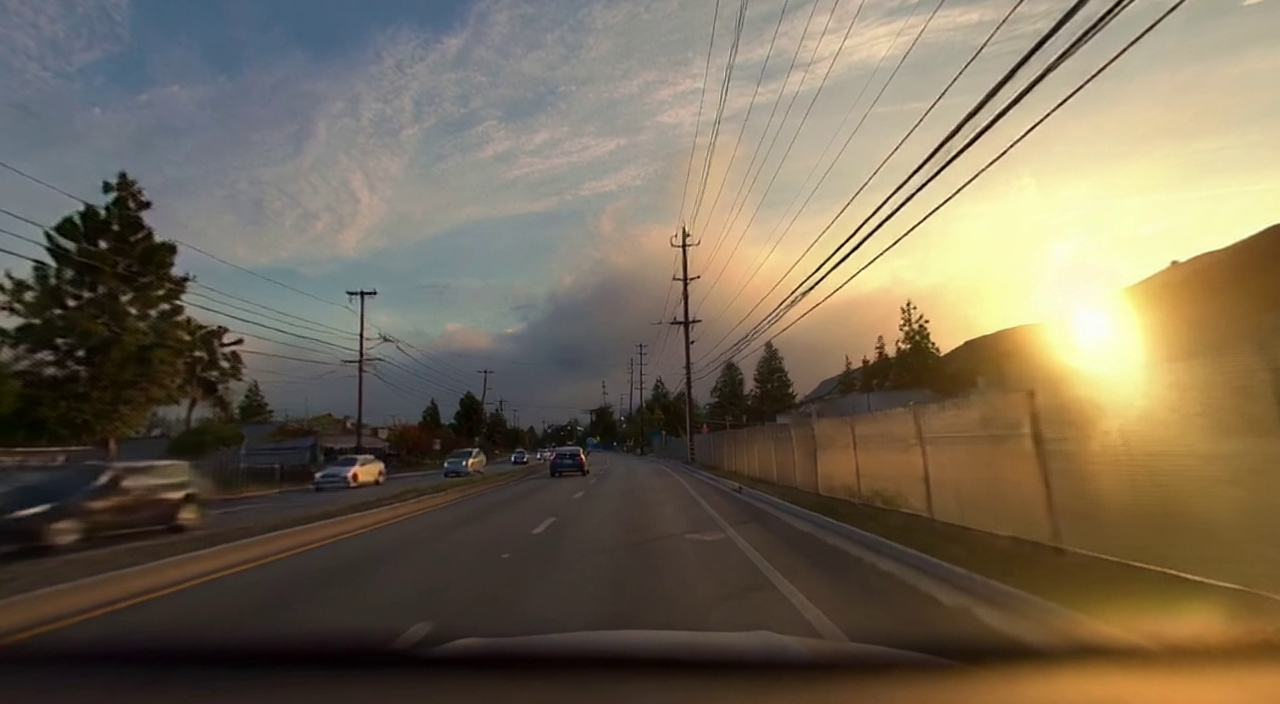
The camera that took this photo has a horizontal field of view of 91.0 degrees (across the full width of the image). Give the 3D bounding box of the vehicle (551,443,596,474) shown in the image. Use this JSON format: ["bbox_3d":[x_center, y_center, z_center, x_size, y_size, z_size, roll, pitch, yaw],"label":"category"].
[{"bbox_3d":[-3.528,5.729,34.066,1.992,1.515,4.289,1,-9,-1],"label":"vehicle"}]

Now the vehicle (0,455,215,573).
[{"bbox_3d":[-9.756,2.554,10.626,2.007,1.520,4.466,0,-9,0],"label":"vehicle"}]

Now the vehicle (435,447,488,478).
[{"bbox_3d":[-10.557,6.518,37.493,1.954,1.690,4.080,1,-9,-1],"label":"vehicle"}]

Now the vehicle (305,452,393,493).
[{"bbox_3d":[-13.375,5.527,29.276,1.942,1.660,4.595,1,-9,-1],"label":"vehicle"}]
